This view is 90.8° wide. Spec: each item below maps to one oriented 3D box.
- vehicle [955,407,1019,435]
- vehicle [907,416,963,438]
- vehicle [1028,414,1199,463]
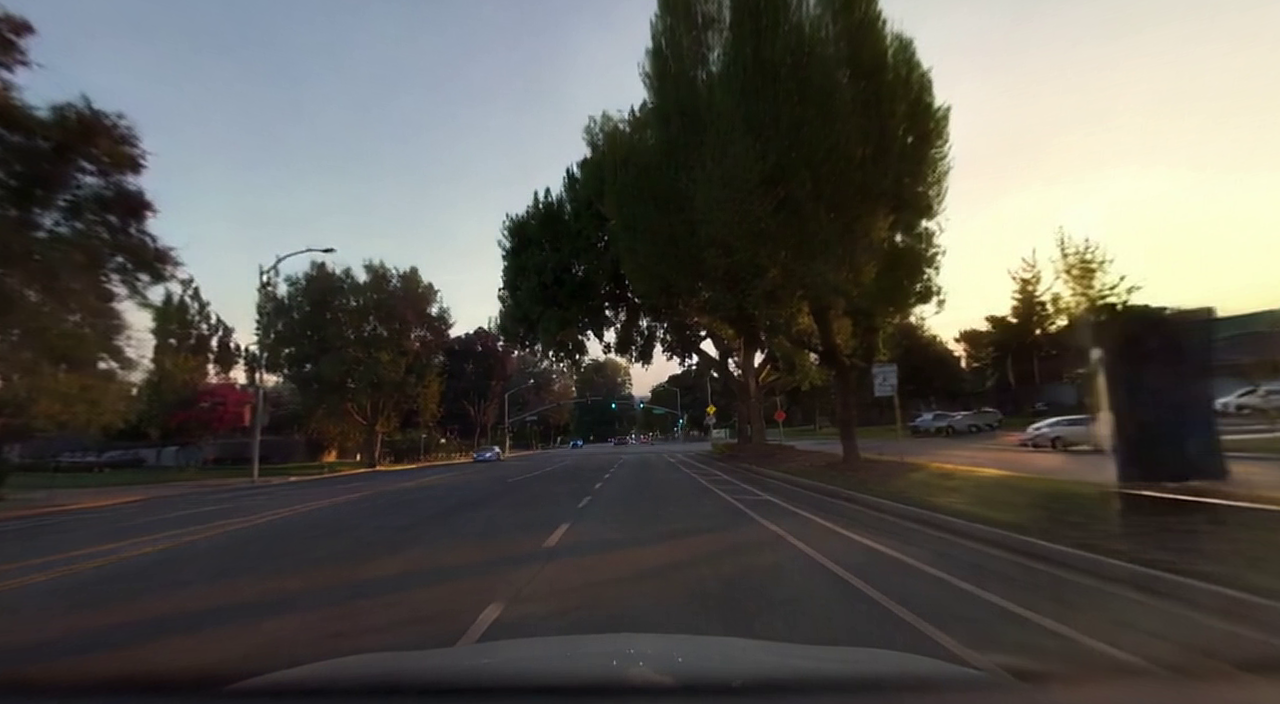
[{"bbox_3d":[26.842,5.389,49.021,2.081,1.949,4.635,3,-7,-5],"label":"vehicle"},{"bbox_3d":[22.972,5.865,49.333,1.911,1.598,4.322,1,-8,-6],"label":"vehicle"},{"bbox_3d":[15.595,2.926,21.233,1.882,1.446,4.741,0,-8,-4],"label":"vehicle"}]
